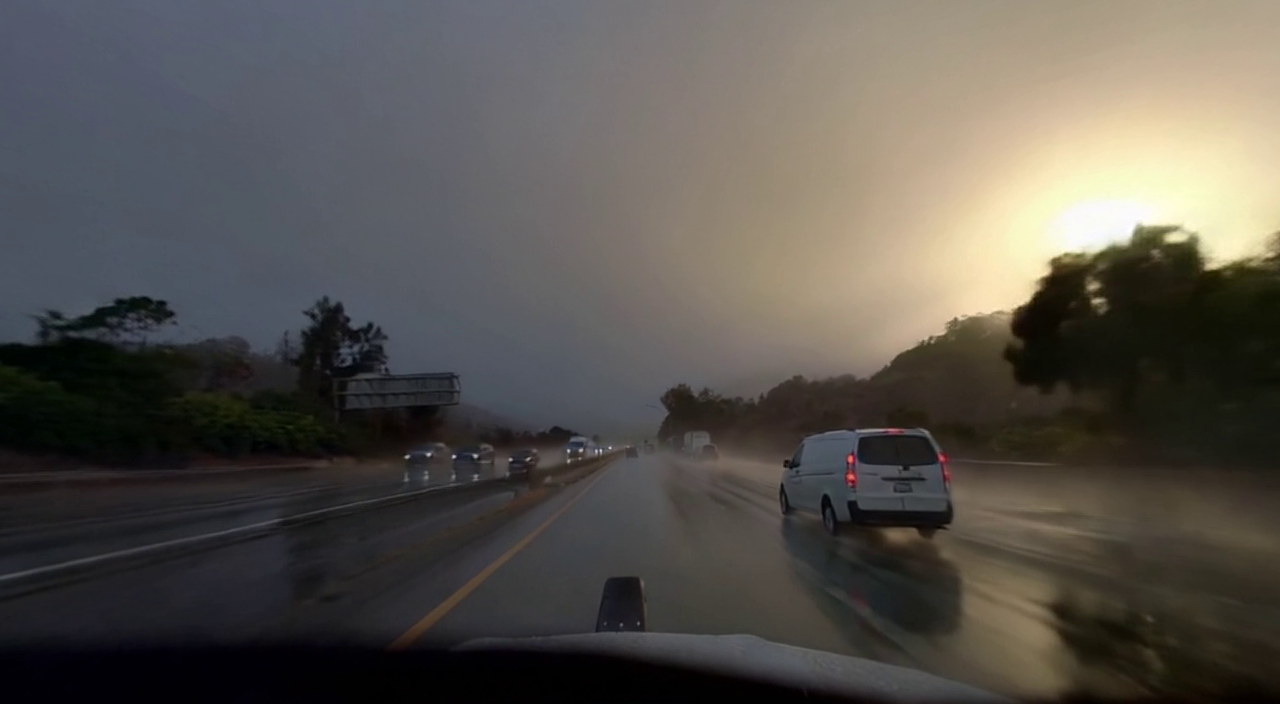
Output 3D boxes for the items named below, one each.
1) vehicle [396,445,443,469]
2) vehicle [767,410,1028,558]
[{"bbox_3d":[-16.079,7.677,46.244,1.949,1.657,4.170,0,-9,-1],"label":"vehicle"},{"bbox_3d":[3.572,1.941,9.944,2.070,1.751,4.576,0,-9,-1],"label":"vehicle"}]
